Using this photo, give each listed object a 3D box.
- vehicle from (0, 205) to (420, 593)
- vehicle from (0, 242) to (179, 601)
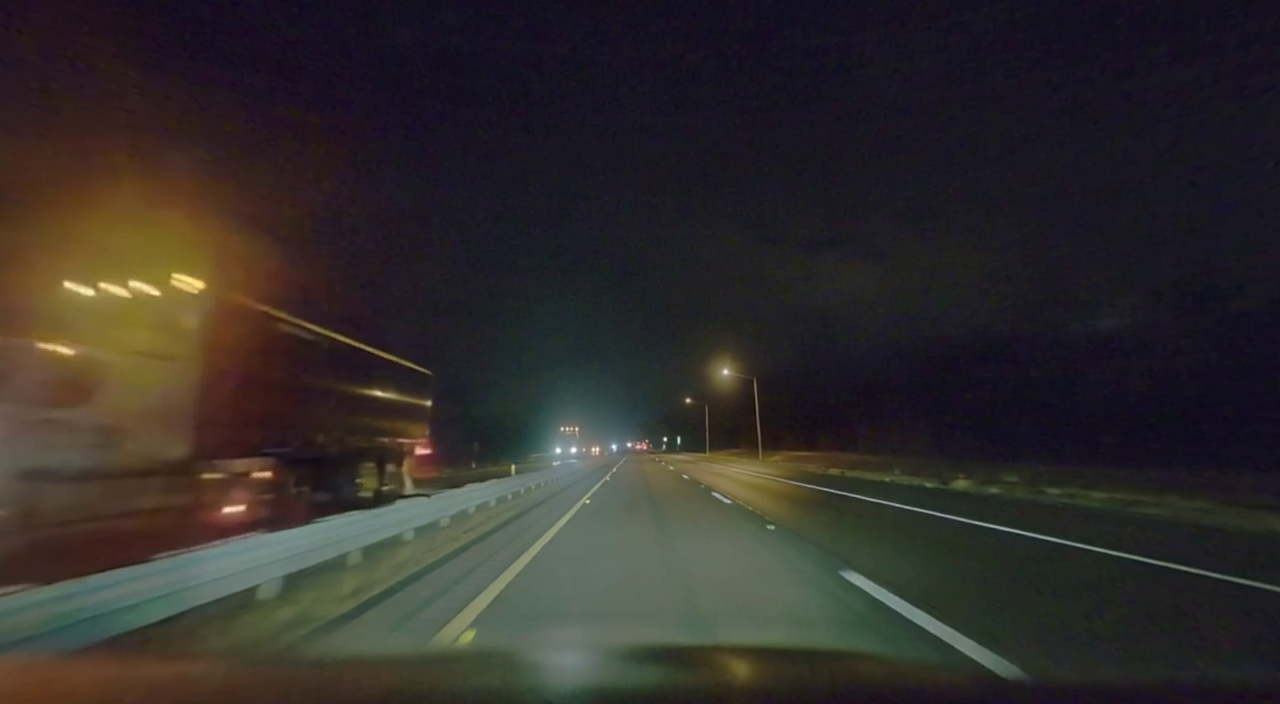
[{"bbox_3d":[-8.499,1.475,12.930,3.008,4.149,13.991,0,-9,-1],"label":"vehicle"},{"bbox_3d":[-8.481,0.673,6.284,3.025,3.871,5.988,0,-9,-1],"label":"vehicle"}]
